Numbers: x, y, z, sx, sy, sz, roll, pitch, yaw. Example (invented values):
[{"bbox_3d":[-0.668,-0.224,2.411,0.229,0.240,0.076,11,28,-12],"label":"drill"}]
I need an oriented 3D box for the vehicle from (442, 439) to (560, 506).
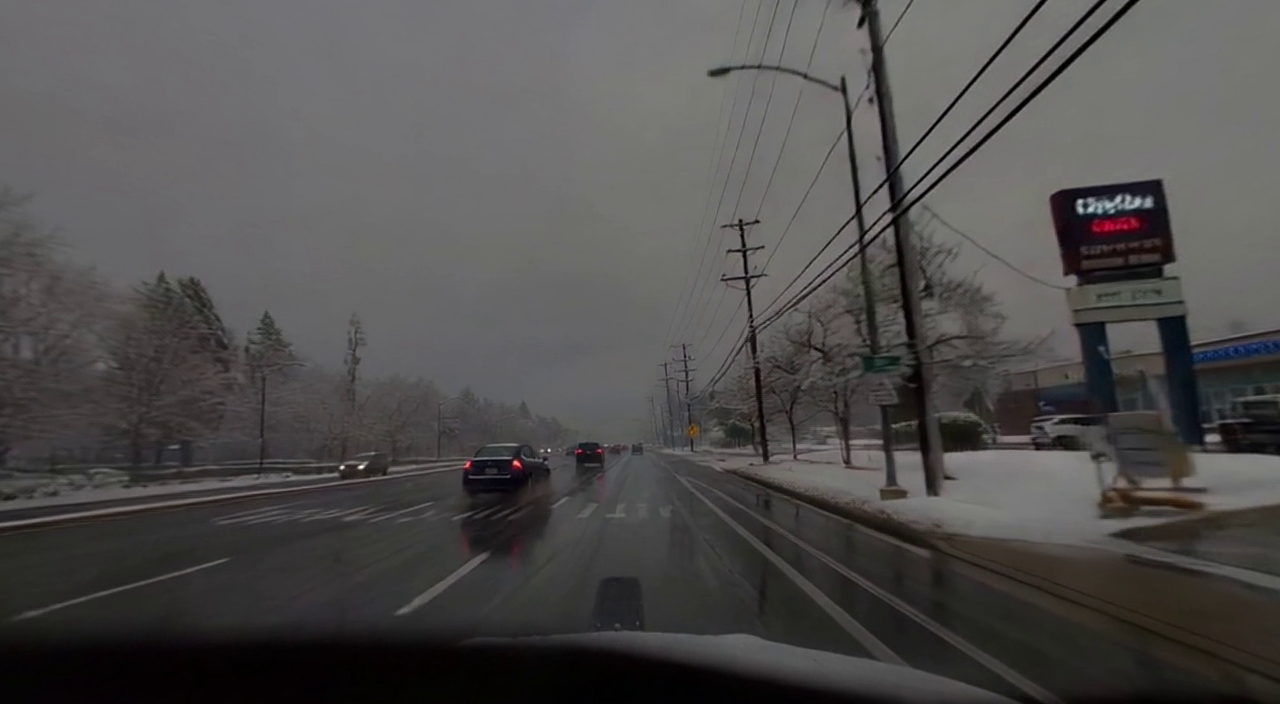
[{"bbox_3d":[-3.412,3.049,16.373,1.942,1.469,4.426,0,-9,2],"label":"vehicle"}]

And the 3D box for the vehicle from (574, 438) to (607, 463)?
[{"bbox_3d":[-3.569,7.259,46.450,2.087,1.736,4.311,0,-9,0],"label":"vehicle"}]

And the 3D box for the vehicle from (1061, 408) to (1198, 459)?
[{"bbox_3d":[16.525,2.805,21.235,4.497,1.548,1.997,5,-10,-30],"label":"vehicle"}]
